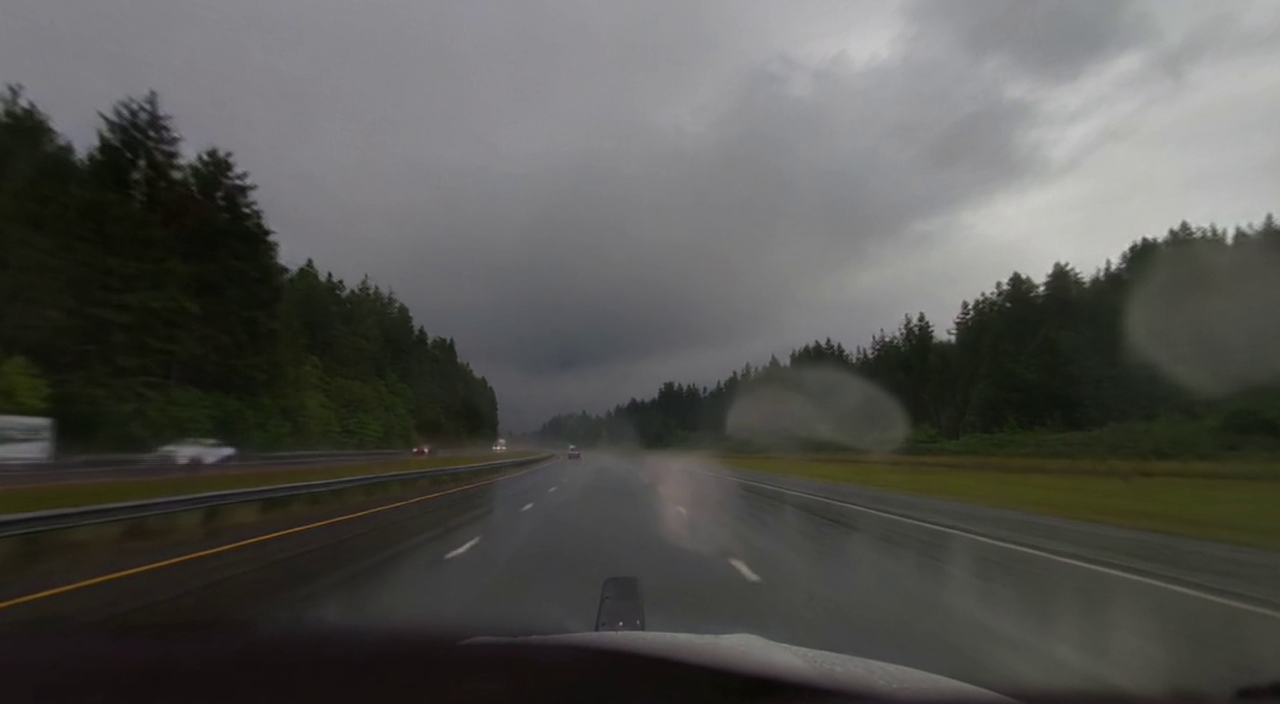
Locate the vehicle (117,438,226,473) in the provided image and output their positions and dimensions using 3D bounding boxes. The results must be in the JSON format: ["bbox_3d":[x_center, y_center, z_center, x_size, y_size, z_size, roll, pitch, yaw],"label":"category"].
[{"bbox_3d":[-20.798,4.626,28.260,1.859,1.461,4.033,0,-9,-2],"label":"vehicle"}]
